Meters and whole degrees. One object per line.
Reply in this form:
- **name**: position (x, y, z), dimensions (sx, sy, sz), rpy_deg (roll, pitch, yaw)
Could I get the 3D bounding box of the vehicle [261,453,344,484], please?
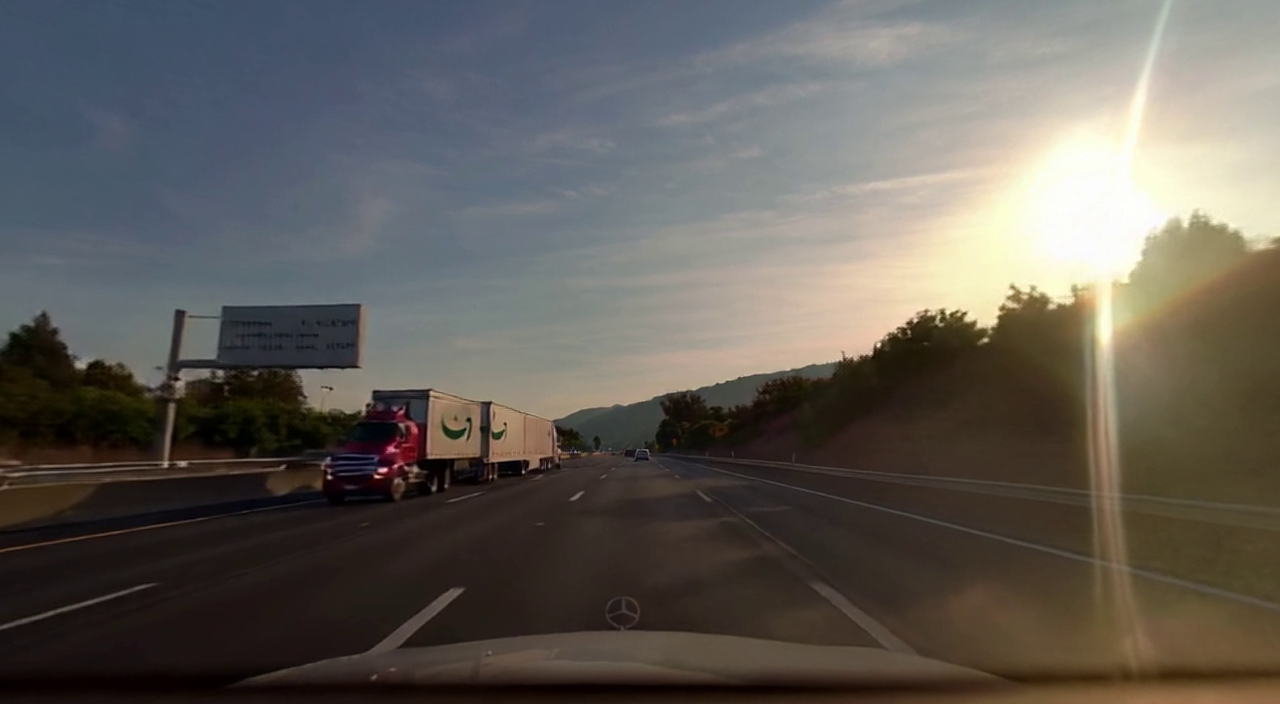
- **vehicle**: position (-17.112, 5.887, 32.258), dimensions (1.862, 1.434, 4.448), rpy_deg (0, -9, -1)
